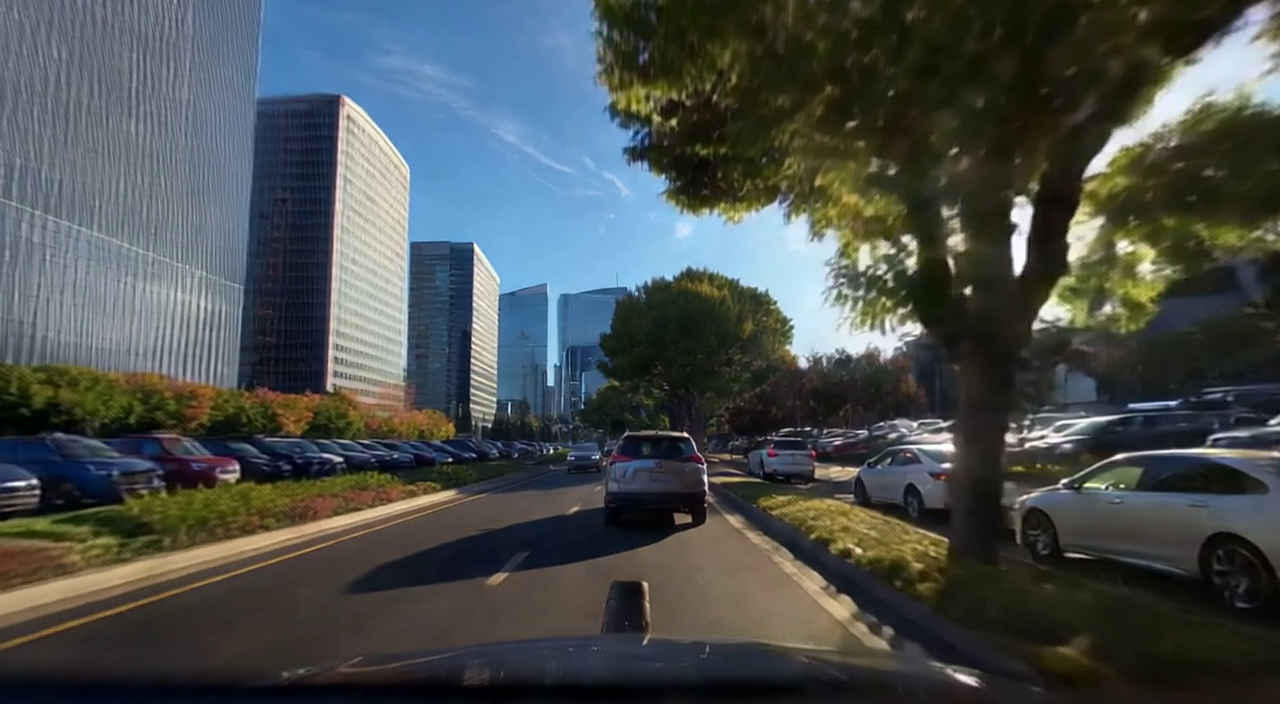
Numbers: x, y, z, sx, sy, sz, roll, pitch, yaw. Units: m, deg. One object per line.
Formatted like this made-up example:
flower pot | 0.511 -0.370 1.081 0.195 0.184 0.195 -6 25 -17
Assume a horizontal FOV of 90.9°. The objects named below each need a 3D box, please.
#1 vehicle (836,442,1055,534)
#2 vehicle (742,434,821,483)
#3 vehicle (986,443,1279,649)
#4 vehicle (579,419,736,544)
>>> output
vehicle | 5.666 2.545 12.576 1.852 1.452 4.852 0 -9 -1
vehicle | 5.653 4.313 25.817 2.059 1.813 4.637 0 -9 -1
vehicle | 5.539 1.622 6.028 1.809 1.478 4.623 0 -9 0
vehicle | 0.249 2.032 10.466 2.105 1.653 3.887 0 -9 1
